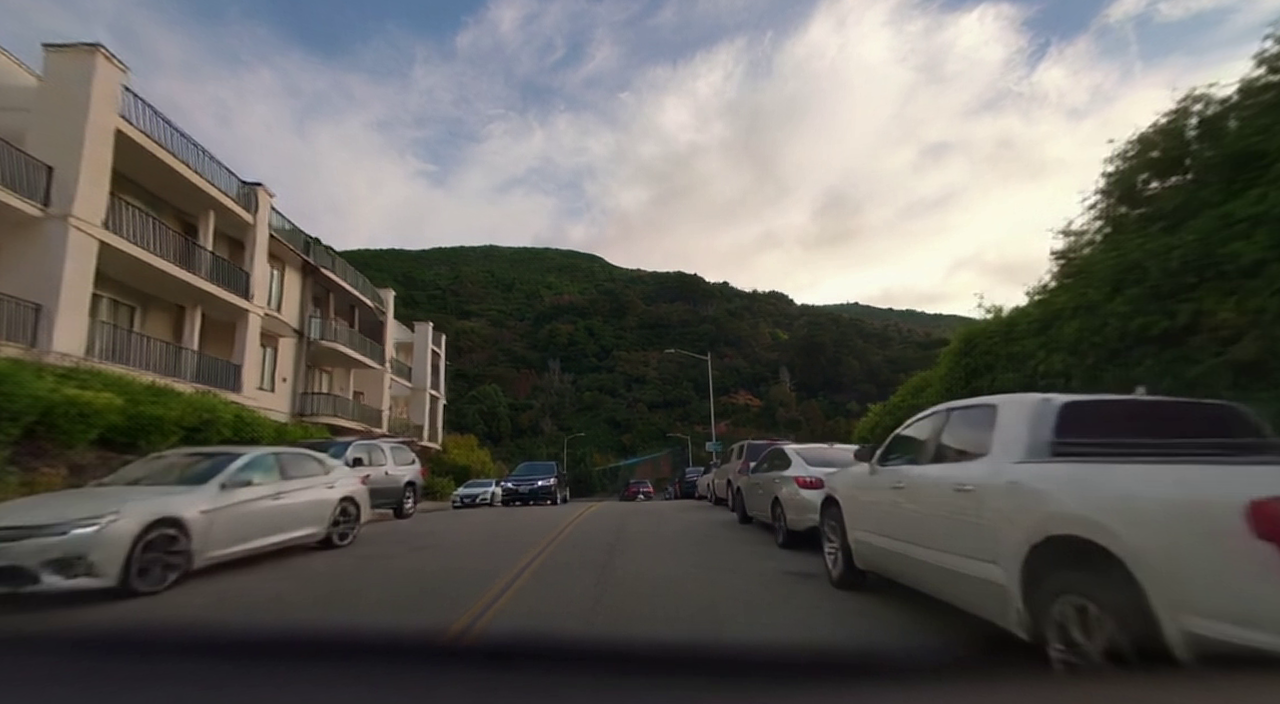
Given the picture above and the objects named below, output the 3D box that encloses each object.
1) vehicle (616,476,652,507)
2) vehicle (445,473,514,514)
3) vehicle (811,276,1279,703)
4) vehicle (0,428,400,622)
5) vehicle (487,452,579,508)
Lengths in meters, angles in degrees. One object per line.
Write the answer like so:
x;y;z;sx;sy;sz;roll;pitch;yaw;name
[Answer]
-0.422;9.073;41.186;2.201;1.731;3.854;1;-8;-3;vehicle
-6.705;5.954;26.775;1.772;1.415;4.361;1;-9;0;vehicle
2.788;1.033;4.003;2.072;1.830;4.744;0;-8;0;vehicle
-5.116;1.689;7.319;1.856;1.474;4.522;-3;-9;18;vehicle
-3.378;4.311;20.873;2.102;1.621;4.627;0;-13;1;vehicle
